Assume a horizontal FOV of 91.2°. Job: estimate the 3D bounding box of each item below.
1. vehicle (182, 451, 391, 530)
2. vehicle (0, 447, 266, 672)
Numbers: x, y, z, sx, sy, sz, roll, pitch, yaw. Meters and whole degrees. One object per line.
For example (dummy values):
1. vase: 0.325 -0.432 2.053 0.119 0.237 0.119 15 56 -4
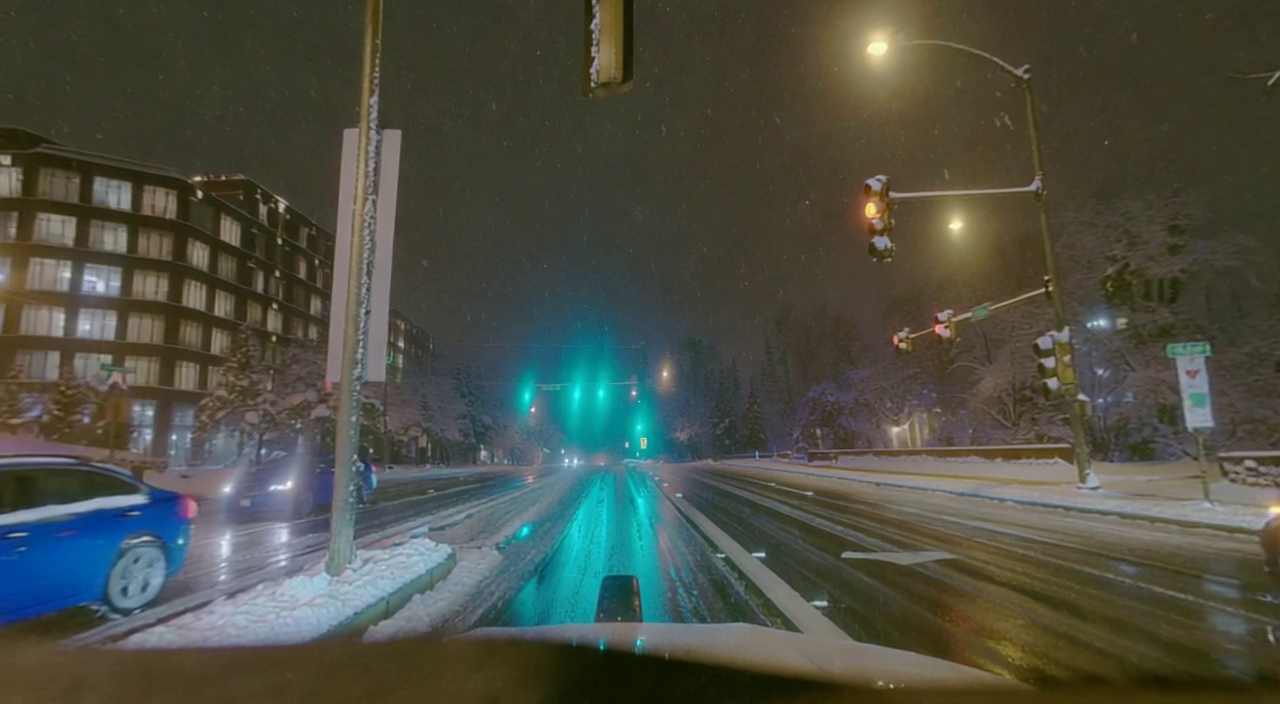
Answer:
1. vehicle: -8.383 3.269 15.466 1.970 1.578 4.470 -2 -9 11
2. vehicle: -5.407 1.514 4.764 1.943 1.553 4.571 -1 -9 6
